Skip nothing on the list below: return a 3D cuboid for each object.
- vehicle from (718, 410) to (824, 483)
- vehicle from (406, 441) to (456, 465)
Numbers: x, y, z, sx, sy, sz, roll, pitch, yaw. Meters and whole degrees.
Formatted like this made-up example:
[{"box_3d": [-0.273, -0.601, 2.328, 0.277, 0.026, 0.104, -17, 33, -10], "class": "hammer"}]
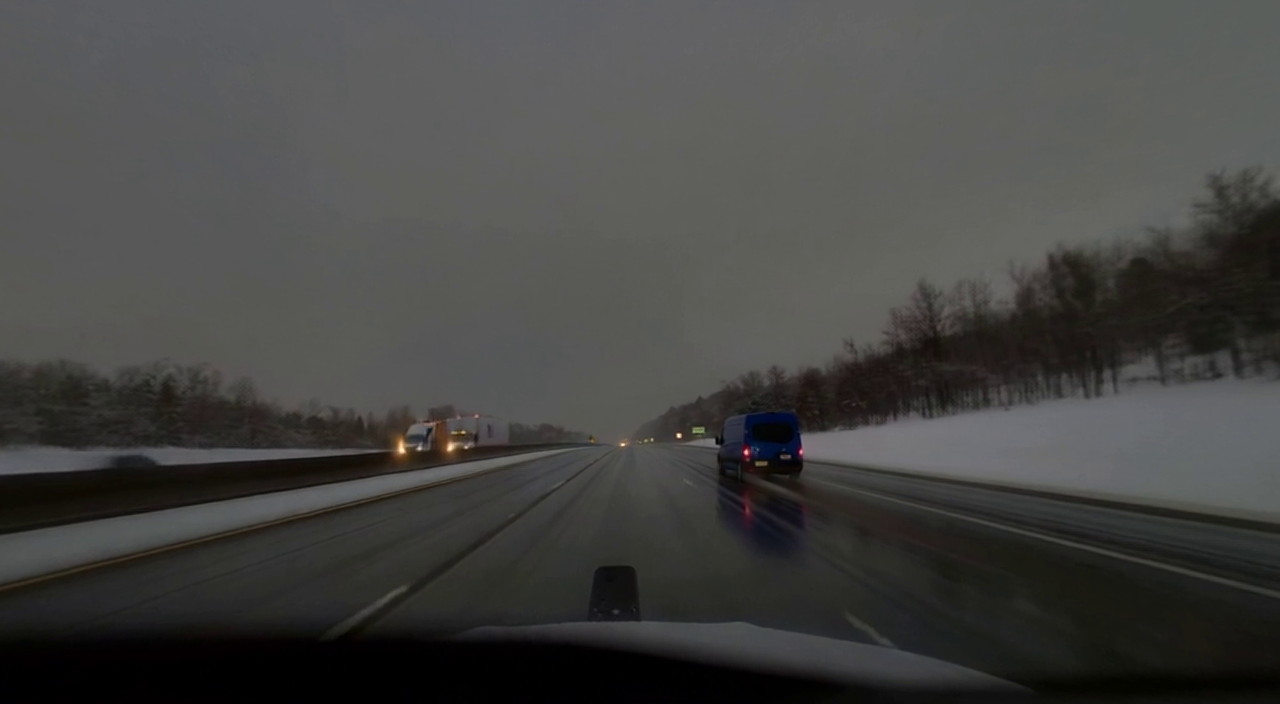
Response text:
[{"box_3d": [3.914, 2.933, 19.733, 2.161, 2.002, 4.631, 0, -8, -2], "class": "vehicle"}, {"box_3d": [-14.039, 6.797, 42.589, 1.890, 1.523, 4.262, -1, -8, 0], "class": "vehicle"}]
